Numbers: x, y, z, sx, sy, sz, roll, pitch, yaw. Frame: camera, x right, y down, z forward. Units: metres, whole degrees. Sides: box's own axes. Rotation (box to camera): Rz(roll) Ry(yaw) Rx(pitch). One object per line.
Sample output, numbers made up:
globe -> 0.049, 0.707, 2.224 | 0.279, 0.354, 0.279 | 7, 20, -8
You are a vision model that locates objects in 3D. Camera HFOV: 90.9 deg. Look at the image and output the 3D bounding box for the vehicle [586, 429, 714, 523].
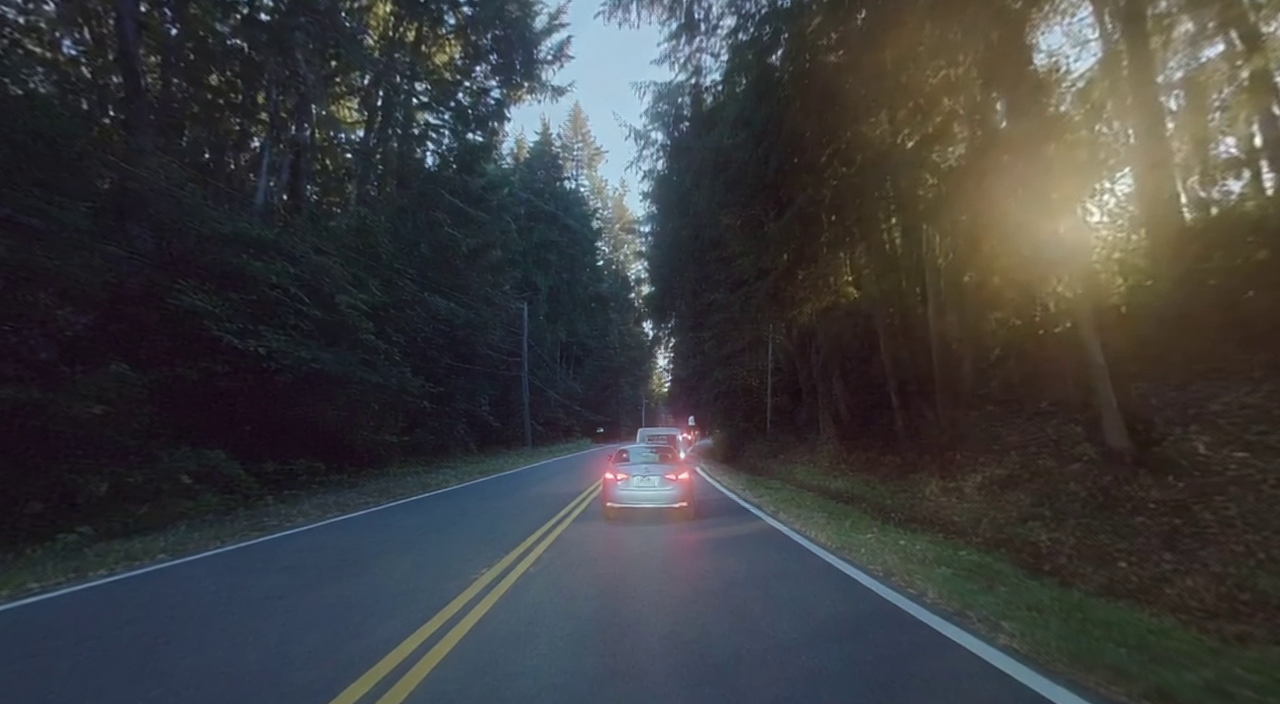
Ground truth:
vehicle -> 0.146, 2.294, 12.137 | 2.081, 1.503, 3.726 | 0, -8, 0
